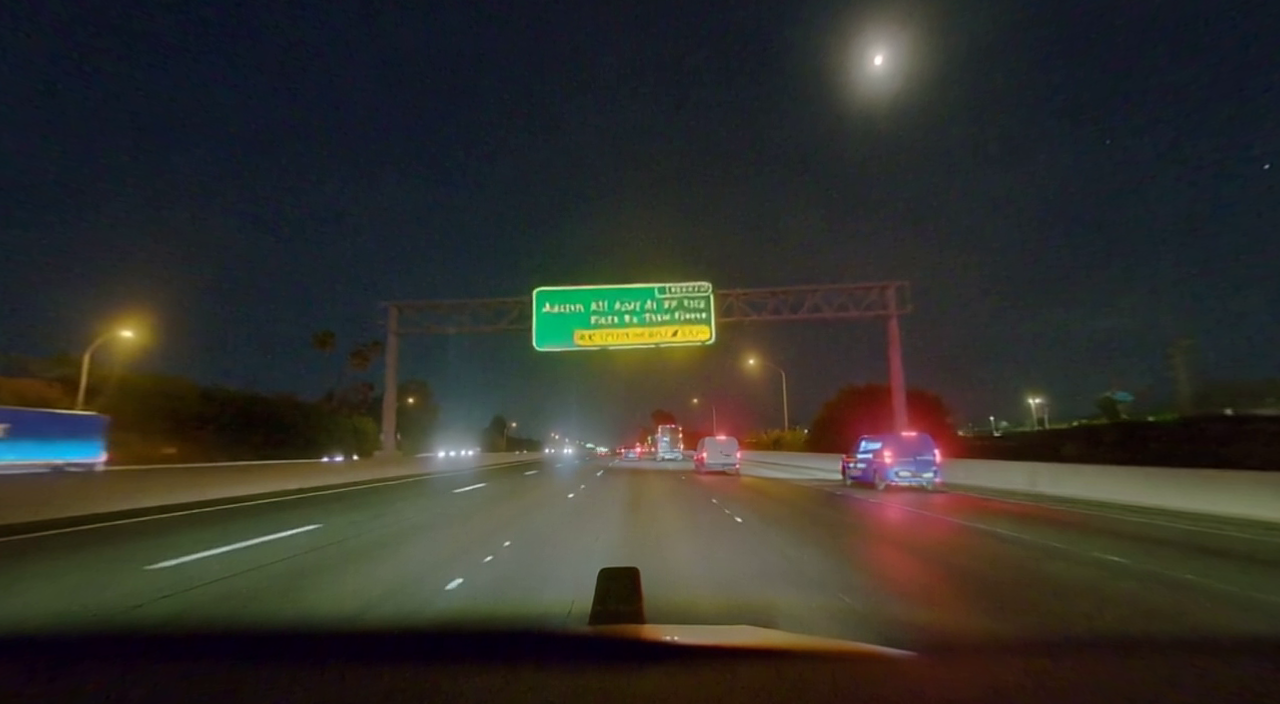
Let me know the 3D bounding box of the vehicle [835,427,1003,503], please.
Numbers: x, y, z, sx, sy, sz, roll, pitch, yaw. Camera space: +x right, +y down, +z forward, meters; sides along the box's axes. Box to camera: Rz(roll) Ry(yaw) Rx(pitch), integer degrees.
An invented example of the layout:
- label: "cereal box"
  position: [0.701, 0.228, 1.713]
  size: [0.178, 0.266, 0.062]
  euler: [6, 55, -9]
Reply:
- label: "vehicle"
  position: [7.389, 3.051, 17.488]
  size: [2.266, 1.799, 4.947]
  euler: [0, -8, -1]

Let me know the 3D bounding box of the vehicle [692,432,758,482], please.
- label: "vehicle"
  position: [3.536, 4.478, 27.187]
  size: [2.035, 1.931, 4.841]
  euler: [0, -9, -2]

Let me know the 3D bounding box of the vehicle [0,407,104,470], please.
- label: "vehicle"
  position: [-29.001, 3.112, 23.048]
  size: [2.682, 2.685, 19.077]
  euler: [0, -8, 0]
